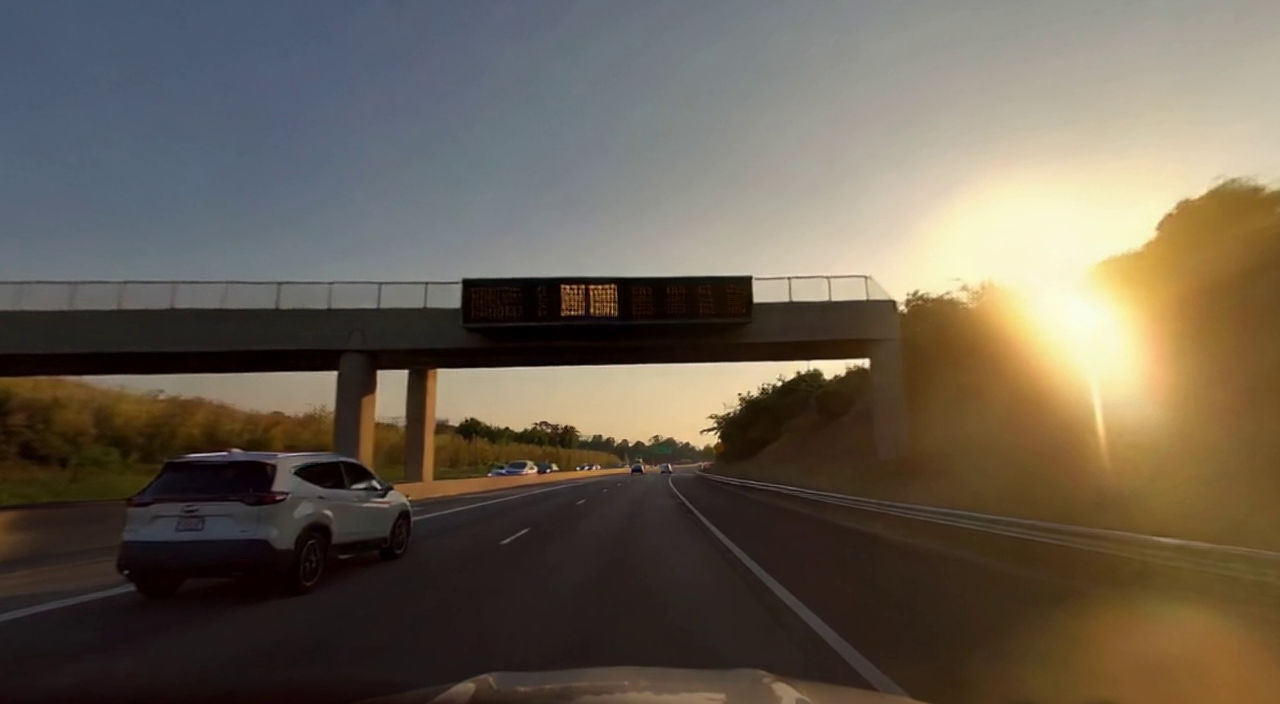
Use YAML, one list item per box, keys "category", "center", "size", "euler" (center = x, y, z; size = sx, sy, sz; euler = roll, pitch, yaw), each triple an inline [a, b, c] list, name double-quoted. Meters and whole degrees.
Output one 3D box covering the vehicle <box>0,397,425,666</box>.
- category: "vehicle"
  center: [-4.127, 1.572, 6.464]
  size: [2.141, 1.697, 4.641]
  euler: [1, -10, 0]
